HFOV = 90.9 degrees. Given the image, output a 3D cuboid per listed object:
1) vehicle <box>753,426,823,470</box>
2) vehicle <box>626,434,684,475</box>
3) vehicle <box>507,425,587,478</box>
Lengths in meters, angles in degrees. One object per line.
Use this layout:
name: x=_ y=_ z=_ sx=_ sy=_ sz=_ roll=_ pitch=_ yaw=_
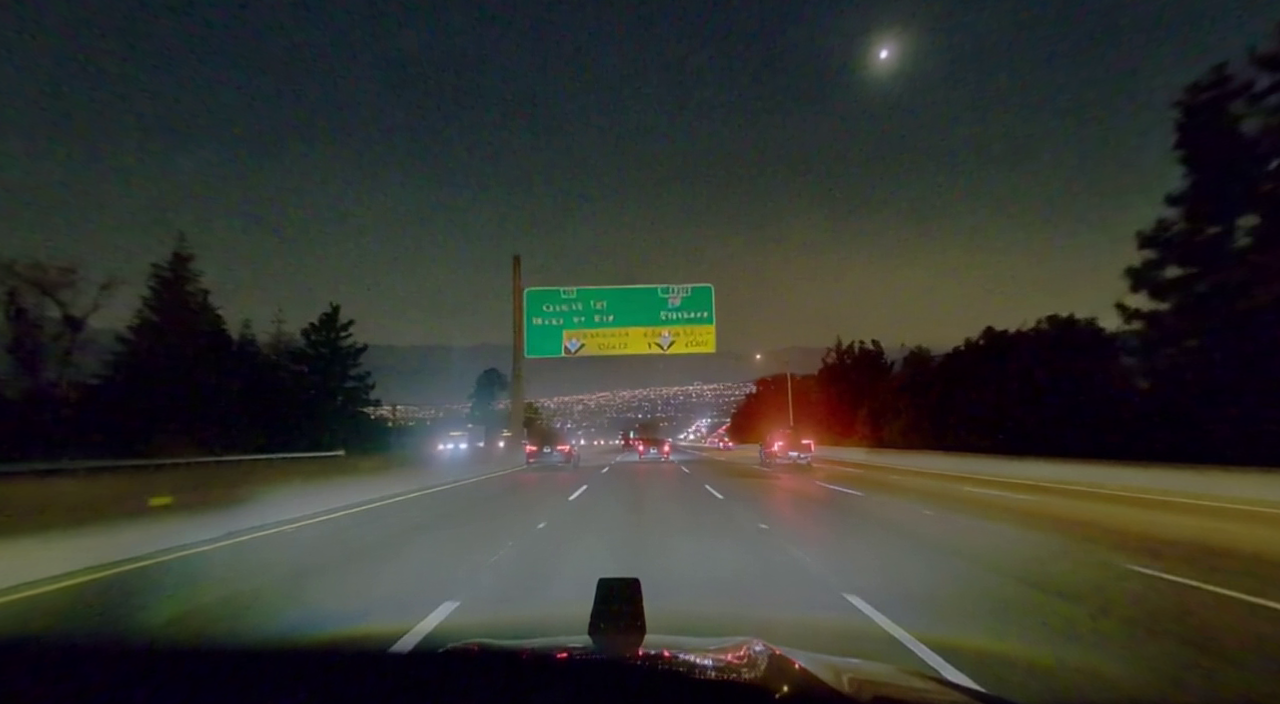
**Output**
vehicle: x=6.960 y=4.593 z=30.308 sx=2.094 sy=1.916 sz=5.099 roll=0 pitch=-8 yaw=0
vehicle: x=0.550 y=4.001 z=24.817 sx=2.071 sy=1.464 sz=4.162 roll=0 pitch=-8 yaw=1
vehicle: x=-3.230 y=3.575 z=22.826 sx=2.140 sy=1.720 sz=4.410 roll=0 pitch=-8 yaw=1
